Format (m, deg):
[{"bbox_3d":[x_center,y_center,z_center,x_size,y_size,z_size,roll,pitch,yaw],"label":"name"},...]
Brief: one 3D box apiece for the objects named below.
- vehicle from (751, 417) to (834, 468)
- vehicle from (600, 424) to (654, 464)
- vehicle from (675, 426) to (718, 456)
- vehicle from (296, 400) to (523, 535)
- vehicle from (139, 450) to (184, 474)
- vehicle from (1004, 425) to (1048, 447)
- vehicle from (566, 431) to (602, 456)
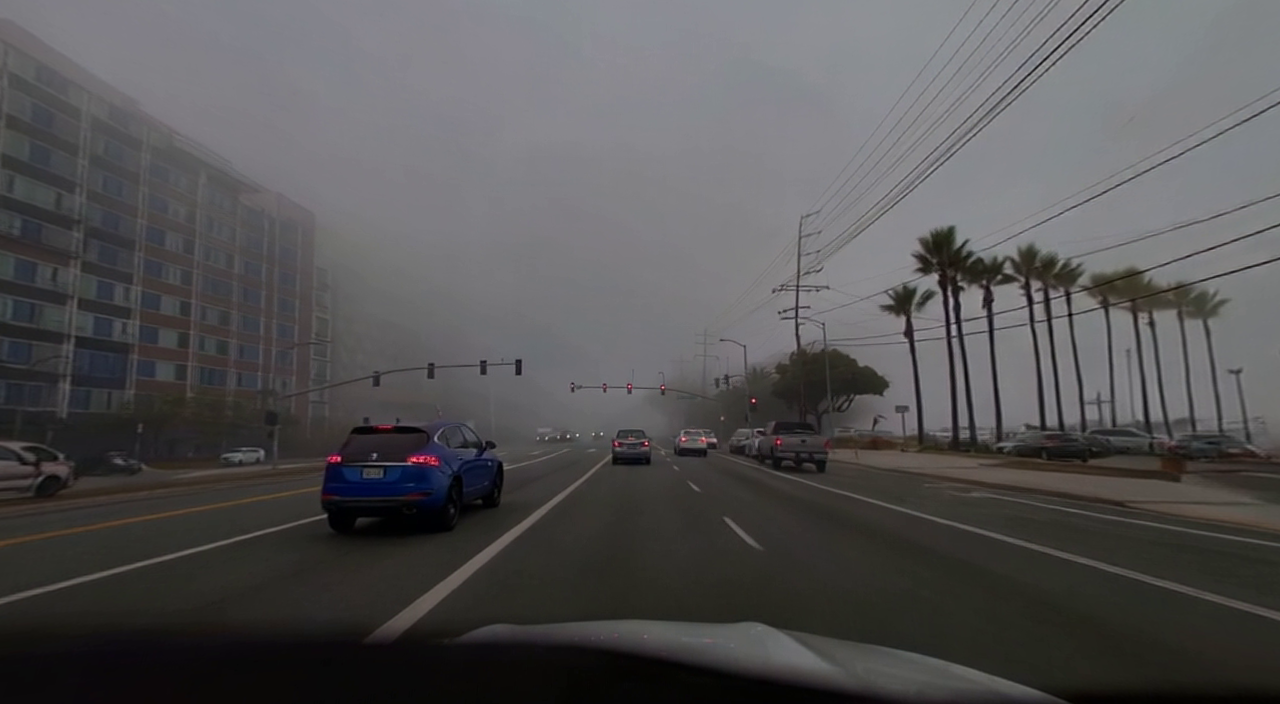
[{"bbox_3d":[6.379,3.903,27.140,2.130,1.979,5.310,0,-8,-1],"label":"vehicle"},{"bbox_3d":[-0.589,4.252,29.164,2.302,1.681,4.217,0,-8,-1],"label":"vehicle"},{"bbox_3d":[3.169,5.123,36.111,1.975,1.598,4.025,0,-8,-1],"label":"vehicle"},{"bbox_3d":[-3.462,1.849,10.624,2.136,1.779,4.417,0,-8,0],"label":"vehicle"},{"bbox_3d":[-32.566,7.441,43.059,1.879,1.448,4.729,5,-10,-31],"label":"vehicle"},{"bbox_3d":[27.946,6.158,45.830,2.020,1.501,4.732,-4,-9,24],"label":"vehicle"},{"bbox_3d":[-3.546,5.891,40.751,1.973,1.504,3.895,0,-8,0],"label":"vehicle"}]
